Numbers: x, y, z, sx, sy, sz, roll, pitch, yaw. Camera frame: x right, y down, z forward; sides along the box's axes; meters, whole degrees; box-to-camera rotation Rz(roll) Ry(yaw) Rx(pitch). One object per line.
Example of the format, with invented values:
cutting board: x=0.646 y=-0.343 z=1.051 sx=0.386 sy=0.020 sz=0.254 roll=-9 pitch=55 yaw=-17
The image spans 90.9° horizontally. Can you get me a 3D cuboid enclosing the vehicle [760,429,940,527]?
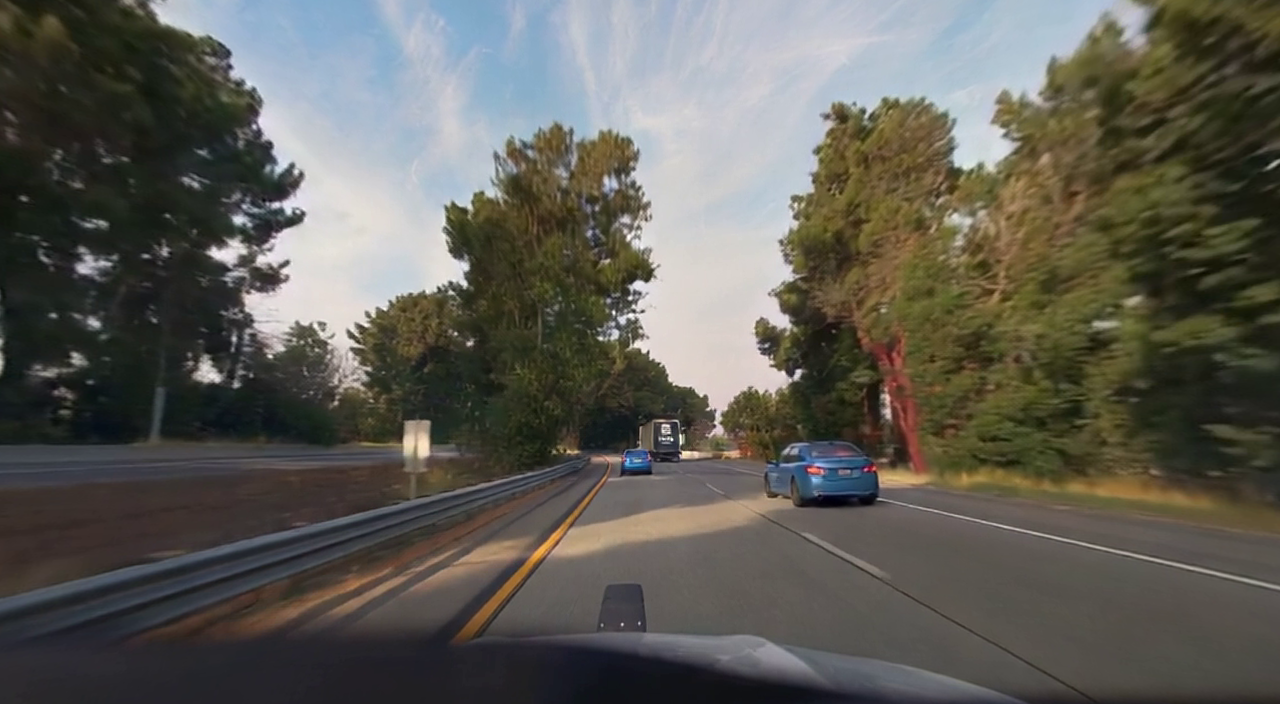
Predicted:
vehicle: x=3.936 y=2.457 z=12.819 sx=1.977 sy=1.599 sz=4.605 roll=0 pitch=-9 yaw=-1

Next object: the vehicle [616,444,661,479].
vehicle: x=-0.112 y=4.996 z=28.902 sx=1.913 sy=1.460 sz=3.610 roll=0 pitch=-9 yaw=-2
